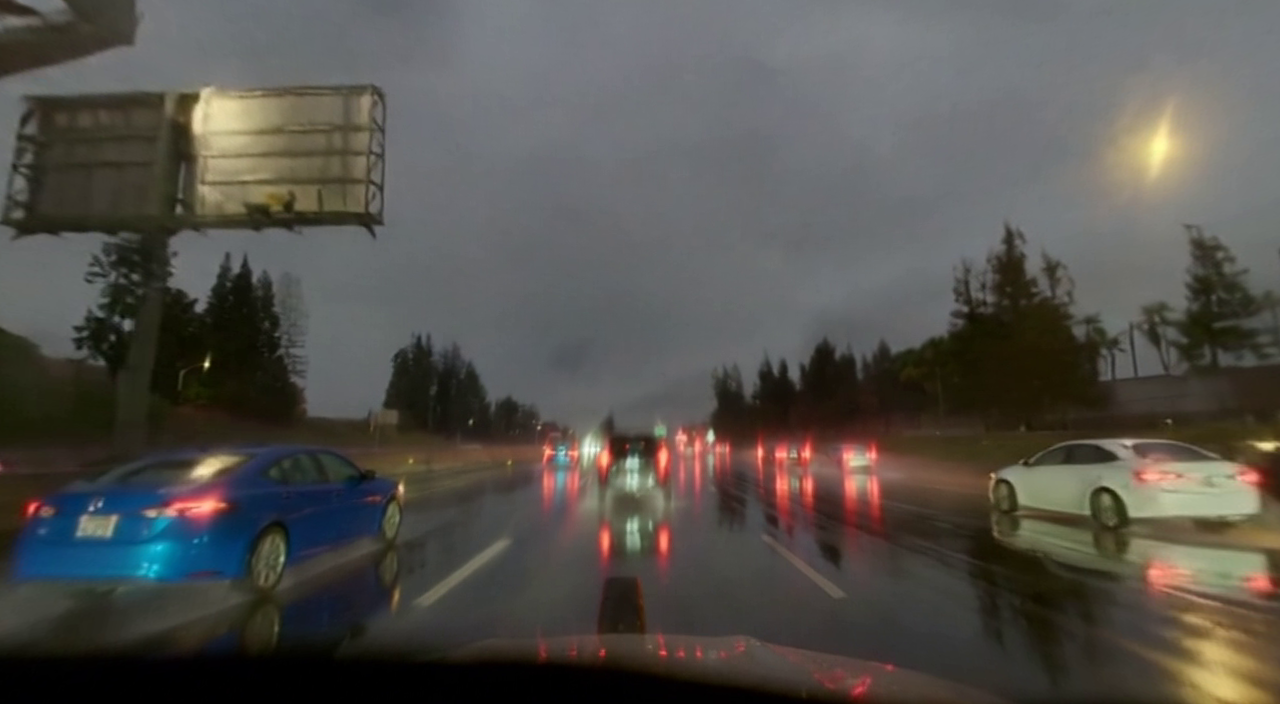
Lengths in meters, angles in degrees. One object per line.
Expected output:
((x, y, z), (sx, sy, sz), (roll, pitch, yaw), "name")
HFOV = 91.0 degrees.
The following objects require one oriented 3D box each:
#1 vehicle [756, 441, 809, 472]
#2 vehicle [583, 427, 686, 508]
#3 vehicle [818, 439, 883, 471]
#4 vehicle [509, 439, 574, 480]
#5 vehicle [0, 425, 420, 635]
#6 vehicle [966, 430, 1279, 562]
((7.418, 5.461, 33.096), (1.880, 1.526, 3.641), (0, -9, 0), "vehicle")
((-0.097, 2.782, 15.546), (2.181, 1.697, 4.021), (0, -9, 0), "vehicle")
((11.560, 5.688, 34.927), (1.992, 1.625, 4.359), (1, -9, -1), "vehicle")
((-3.988, 4.434, 26.213), (1.947, 1.516, 4.295), (0, -9, 1), "vehicle")
((-4.149, 1.612, 6.778), (1.974, 1.478, 4.412), (0, -9, 0), "vehicle")
((7.307, 2.049, 9.762), (2.049, 1.521, 4.604), (0, -9, 0), "vehicle")
